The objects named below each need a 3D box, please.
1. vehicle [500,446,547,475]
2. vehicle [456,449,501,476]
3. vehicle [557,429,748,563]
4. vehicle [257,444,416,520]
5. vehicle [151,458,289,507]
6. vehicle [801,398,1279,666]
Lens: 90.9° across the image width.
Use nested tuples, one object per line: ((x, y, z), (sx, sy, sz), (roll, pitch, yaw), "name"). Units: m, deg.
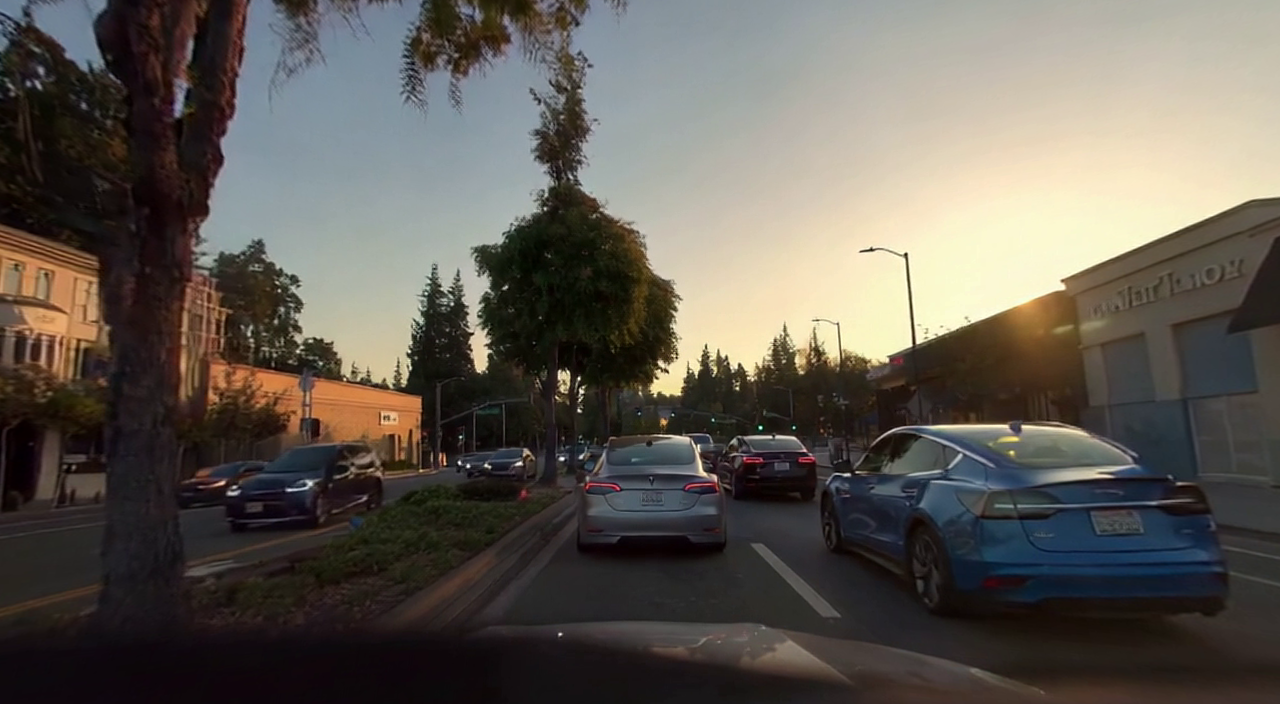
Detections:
((-7.421, 6.962, 40.730), (2.036, 1.705, 4.520), (0, -8, 2), "vehicle")
((-10.423, 7.149, 40.944), (1.690, 1.628, 4.281), (0, -8, 1), "vehicle")
((0.148, 1.915, 9.116), (2.137, 1.488, 3.938), (0, -8, 0), "vehicle")
((-7.591, 3.236, 16.351), (1.968, 1.682, 4.213), (0, -8, 1), "vehicle")
((-14.912, 4.630, 22.717), (1.999, 1.462, 4.200), (0, -8, 1), "vehicle")
((3.215, 1.447, 6.226), (2.038, 1.651, 4.455), (0, -8, 0), "vehicle")
